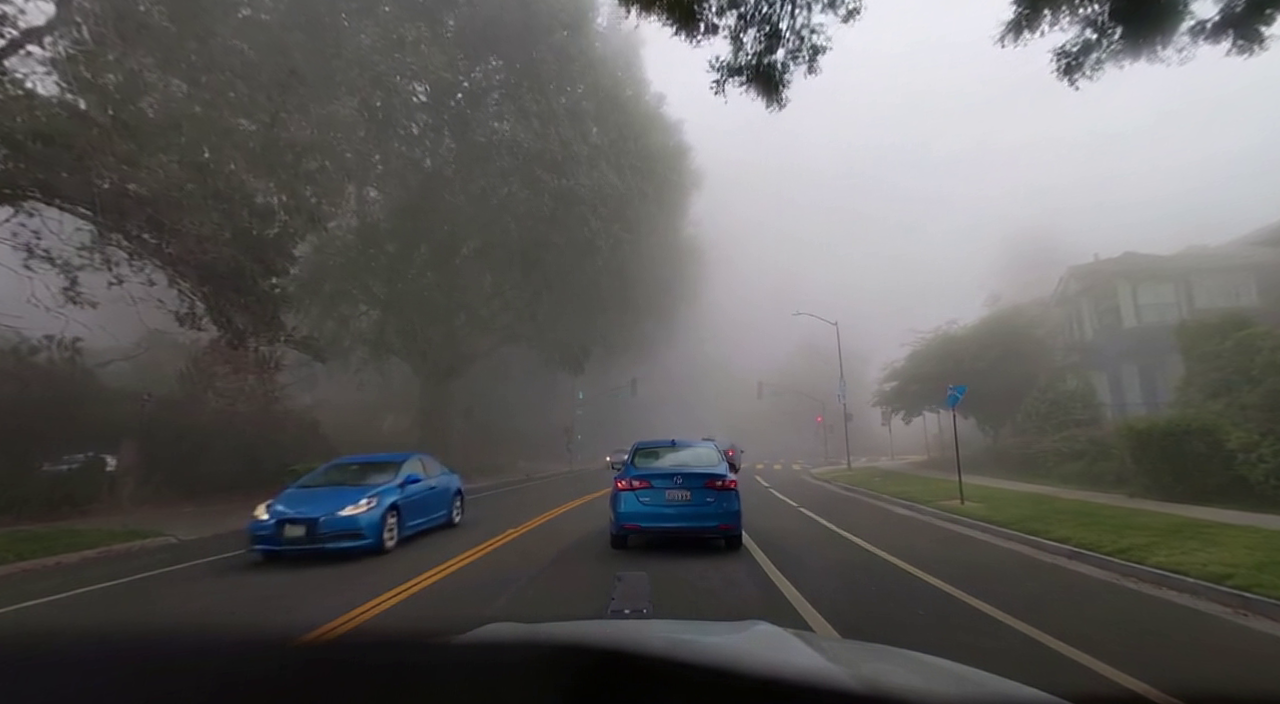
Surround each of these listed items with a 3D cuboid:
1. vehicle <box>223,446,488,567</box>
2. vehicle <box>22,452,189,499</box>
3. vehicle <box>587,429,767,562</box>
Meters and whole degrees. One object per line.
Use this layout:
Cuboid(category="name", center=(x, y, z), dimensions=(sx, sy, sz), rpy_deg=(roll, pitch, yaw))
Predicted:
Cuboid(category="vehicle", center=(-4.180, 2.302, 10.324), dimensions=(1.956, 1.488, 4.560), rpy_deg=(-1, -8, 4))
Cuboid(category="vehicle", center=(-18.150, 4.175, 21.524), dimensions=(4.069, 1.445, 2.063), rpy_deg=(-1, -9, 8))
Cuboid(category="vehicle", center=(0.481, 1.956, 9.338), dimensions=(2.070, 1.516, 3.936), rpy_deg=(0, -8, 2))
